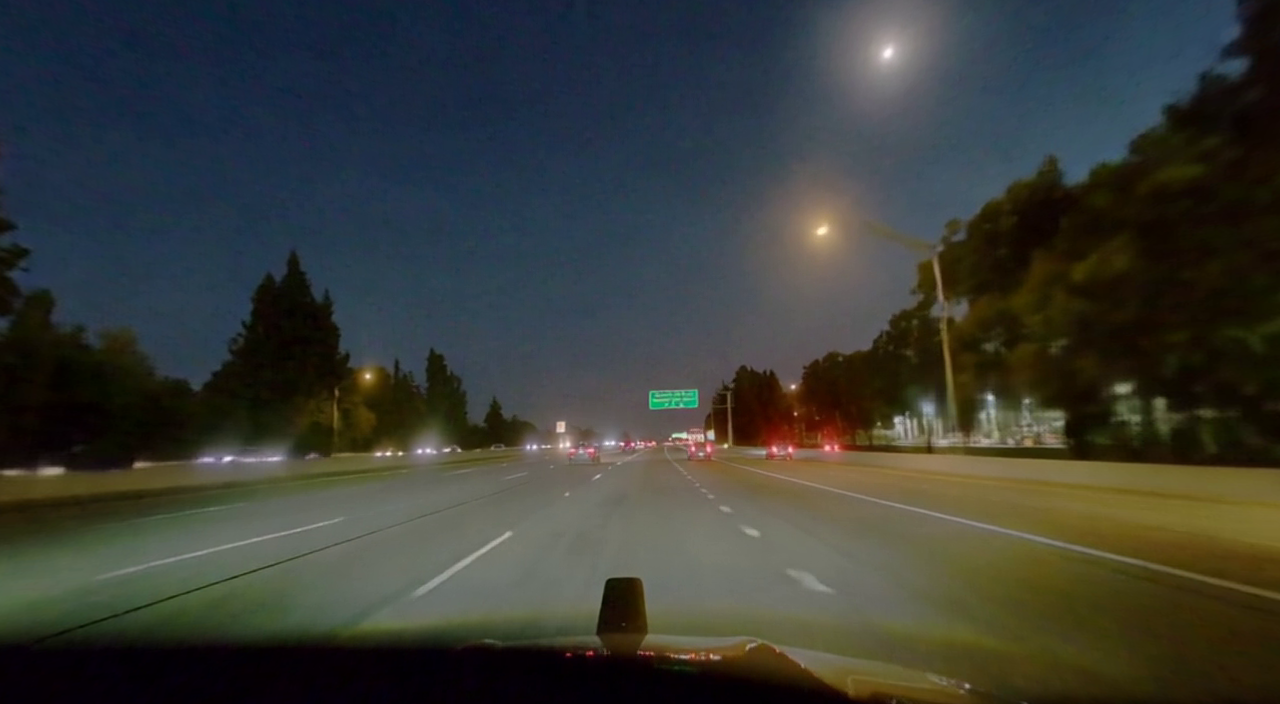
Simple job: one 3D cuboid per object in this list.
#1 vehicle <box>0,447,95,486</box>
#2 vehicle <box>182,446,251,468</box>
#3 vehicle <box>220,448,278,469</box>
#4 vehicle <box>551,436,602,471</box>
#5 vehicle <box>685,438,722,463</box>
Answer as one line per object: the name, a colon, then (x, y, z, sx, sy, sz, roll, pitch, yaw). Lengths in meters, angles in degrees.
vehicle: (-24.641, 4.545, 25.397, 1.758, 1.424, 3.903, 0, -8, 1)
vehicle: (-31.513, 7.803, 47.100, 1.924, 1.507, 4.635, 0, -8, 1)
vehicle: (-27.665, 7.515, 44.728, 1.710, 1.405, 3.610, 0, -8, 2)
vehicle: (-3.354, 5.467, 34.257, 2.196, 1.733, 4.355, 0, -8, 2)
vehicle: (4.648, 7.250, 46.551, 2.229, 1.704, 4.392, 0, -8, 0)
